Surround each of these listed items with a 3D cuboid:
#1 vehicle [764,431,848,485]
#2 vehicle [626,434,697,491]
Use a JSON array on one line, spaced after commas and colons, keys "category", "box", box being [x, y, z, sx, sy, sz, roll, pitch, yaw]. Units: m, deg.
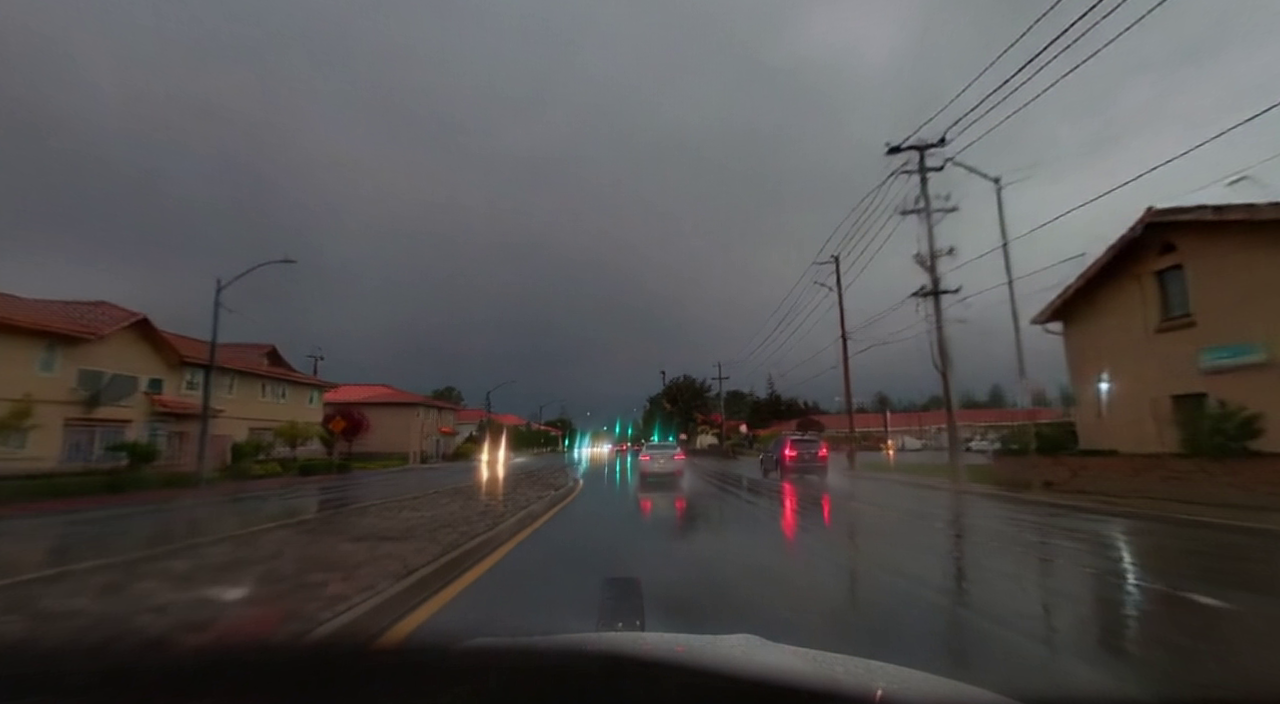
[{"category": "vehicle", "box": [6.314, 4.107, 24.493, 2.061, 1.889, 4.268, 0, -9, 0]}, {"category": "vehicle", "box": [0.645, 3.672, 21.204, 2.138, 1.702, 4.168, 0, -9, 0]}]
